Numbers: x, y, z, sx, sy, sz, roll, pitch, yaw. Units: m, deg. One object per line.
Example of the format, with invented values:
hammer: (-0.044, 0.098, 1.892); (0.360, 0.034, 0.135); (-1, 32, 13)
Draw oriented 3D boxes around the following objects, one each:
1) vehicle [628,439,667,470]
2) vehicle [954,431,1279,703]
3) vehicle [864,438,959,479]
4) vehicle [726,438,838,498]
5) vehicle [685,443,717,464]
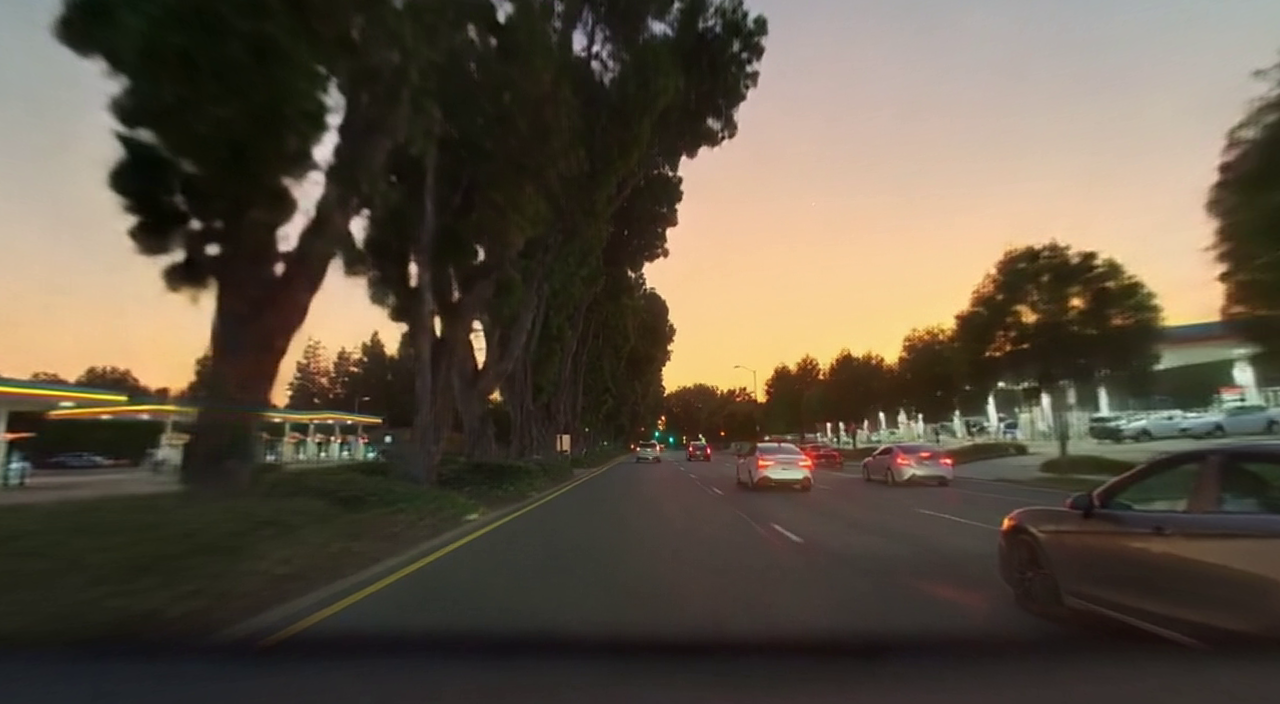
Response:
vehicle: (0.429, 6.091, 37.515); (2.172, 1.694, 4.055); (0, -9, 0)
vehicle: (3.875, 1.161, 3.467); (1.944, 1.404, 4.597); (0, -9, 1)
vehicle: (10.731, 4.244, 25.166); (1.906, 1.488, 4.251); (0, -9, 0)
vehicle: (3.913, 3.297, 18.273); (2.119, 1.509, 4.756); (0, -9, 0)
vehicle: (4.589, 7.703, 47.821); (1.980, 1.515, 4.362); (0, -9, 0)
